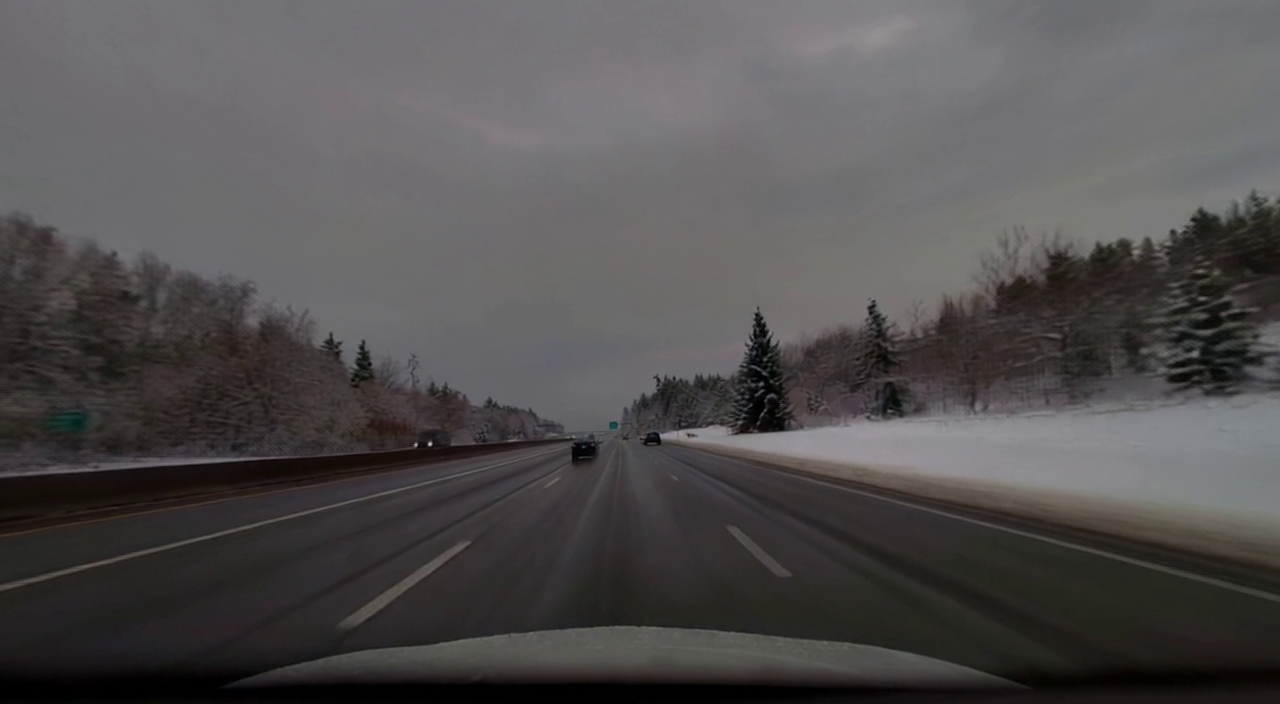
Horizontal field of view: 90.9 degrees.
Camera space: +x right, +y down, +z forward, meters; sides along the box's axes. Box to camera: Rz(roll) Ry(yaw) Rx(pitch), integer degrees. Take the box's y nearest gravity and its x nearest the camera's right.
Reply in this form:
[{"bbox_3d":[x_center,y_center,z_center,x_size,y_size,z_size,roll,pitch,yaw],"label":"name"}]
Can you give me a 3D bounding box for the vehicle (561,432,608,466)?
[{"bbox_3d":[-2.595,4.591,30.189,2.000,1.491,3.913,0,-8,-1],"label":"vehicle"}]
